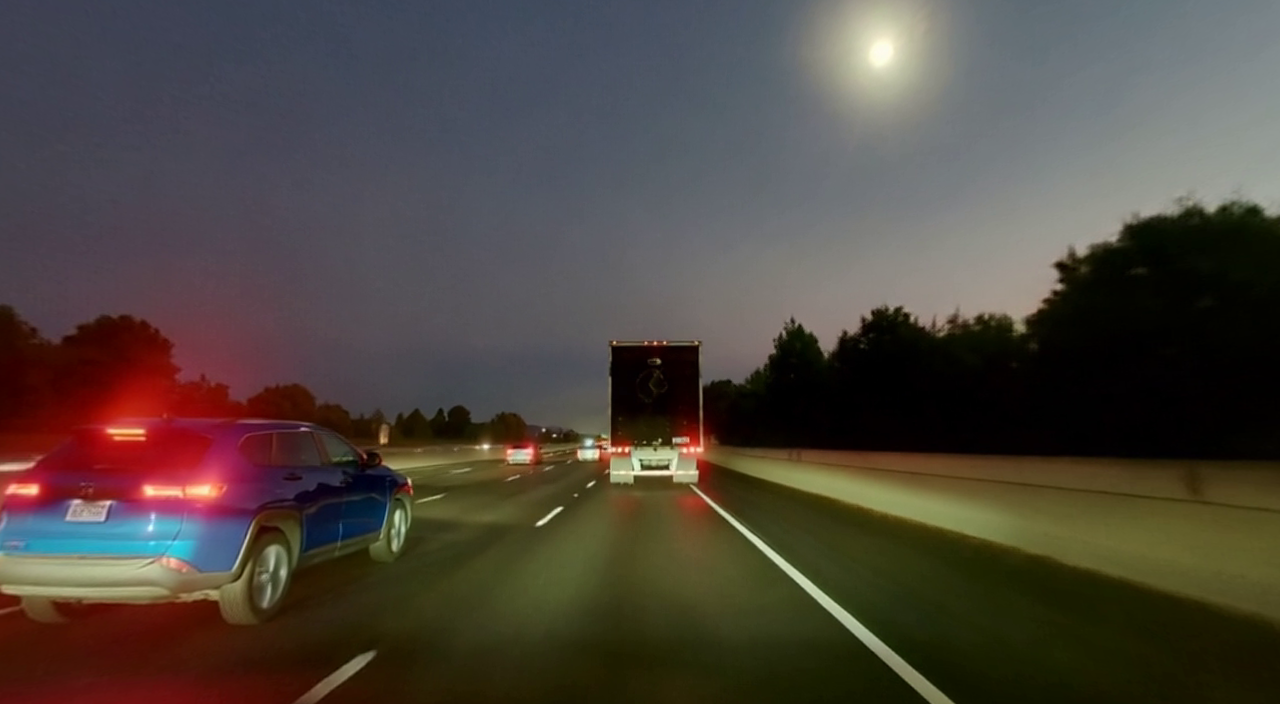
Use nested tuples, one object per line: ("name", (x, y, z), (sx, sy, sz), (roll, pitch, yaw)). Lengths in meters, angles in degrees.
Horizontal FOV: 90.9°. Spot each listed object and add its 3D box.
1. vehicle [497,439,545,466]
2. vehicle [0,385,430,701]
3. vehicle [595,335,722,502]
("vehicle", (-6.789, 5.789, 36.444), (1.882, 1.451, 4.416), (0, -8, 1))
("vehicle", (-3.679, 1.330, 5.569), (2.077, 1.671, 4.249), (0, -8, 1))
("vehicle", (0.452, 2.287, 19.823), (2.870, 3.841, 10.653), (0, -8, 0))
